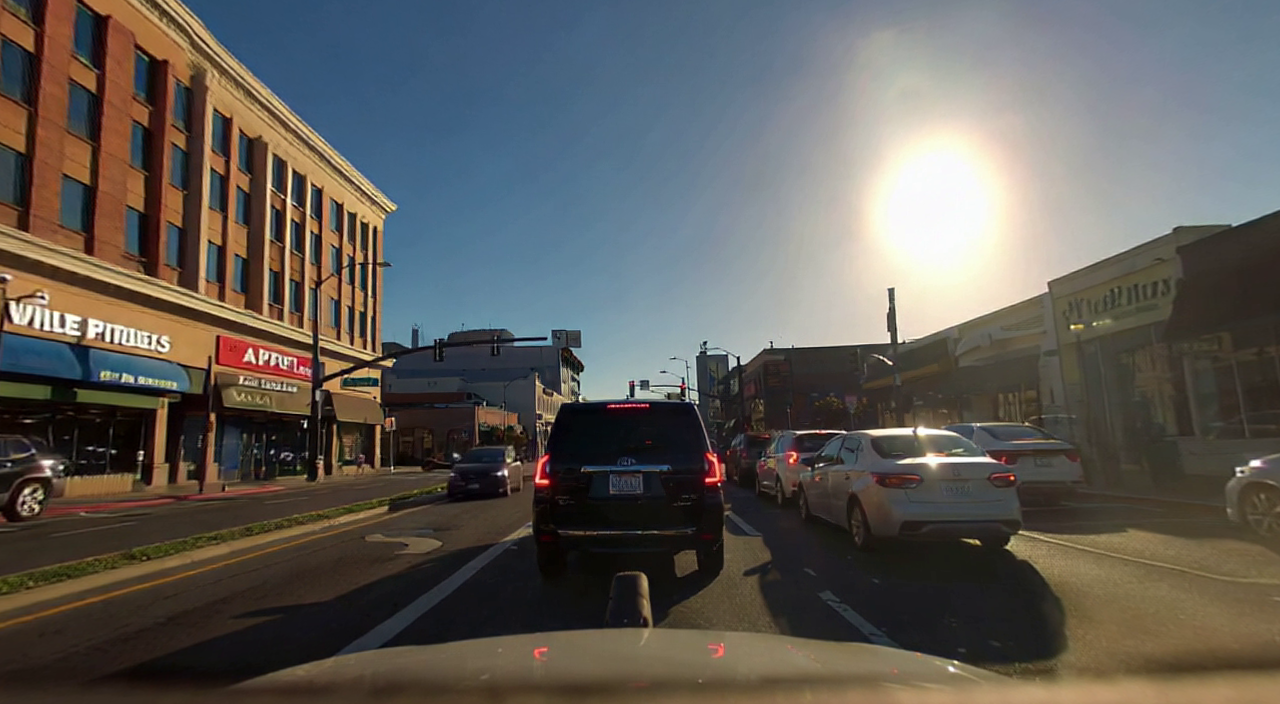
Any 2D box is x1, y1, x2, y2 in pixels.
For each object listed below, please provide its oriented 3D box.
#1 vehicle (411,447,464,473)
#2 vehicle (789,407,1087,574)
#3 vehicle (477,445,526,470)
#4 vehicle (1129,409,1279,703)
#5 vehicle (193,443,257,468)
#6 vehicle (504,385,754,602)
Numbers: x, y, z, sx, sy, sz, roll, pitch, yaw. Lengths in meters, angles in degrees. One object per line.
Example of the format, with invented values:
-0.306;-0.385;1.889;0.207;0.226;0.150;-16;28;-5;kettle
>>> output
-14.458;7.679;45.300;2.102;1.737;4.570;0;-8;3;vehicle
3.616;1.759;8.789;2.036;1.719;4.318;0;-8;0;vehicle
-10.787;8.258;49.481;2.224;1.840;5.290;-1;-8;5;vehicle
3.366;0.730;0.806;1.884;1.484;4.609;0;-8;2;vehicle
-27.456;6.868;41.846;1.693;1.563;3.716;0;-8;0;vehicle
-0.006;1.534;7.679;2.154;1.861;4.280;0;-8;3;vehicle
